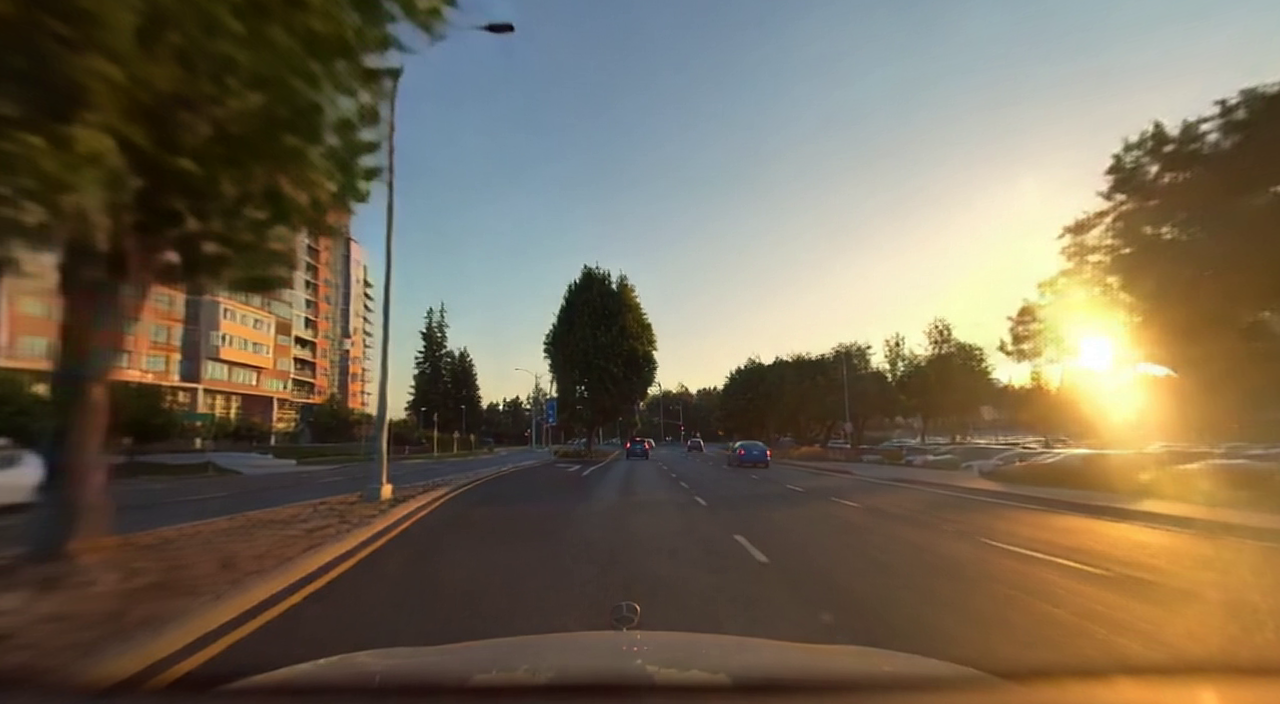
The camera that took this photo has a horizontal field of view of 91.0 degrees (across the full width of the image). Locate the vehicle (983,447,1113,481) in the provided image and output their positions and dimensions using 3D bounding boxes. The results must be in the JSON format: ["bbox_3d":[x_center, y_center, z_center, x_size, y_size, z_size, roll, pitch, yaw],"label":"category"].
[{"bbox_3d":[19.057,5.222,29.549,4.683,1.462,1.995,1,-8,1],"label":"vehicle"}]

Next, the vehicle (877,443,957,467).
[{"bbox_3d":[19.070,7.102,43.479,4.644,1.552,1.980,0,-8,3],"label":"vehicle"}]

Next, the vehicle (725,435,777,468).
[{"bbox_3d":[6.557,5.947,37.724,2.136,1.799,4.796,1,-8,-2],"label":"vehicle"}]
